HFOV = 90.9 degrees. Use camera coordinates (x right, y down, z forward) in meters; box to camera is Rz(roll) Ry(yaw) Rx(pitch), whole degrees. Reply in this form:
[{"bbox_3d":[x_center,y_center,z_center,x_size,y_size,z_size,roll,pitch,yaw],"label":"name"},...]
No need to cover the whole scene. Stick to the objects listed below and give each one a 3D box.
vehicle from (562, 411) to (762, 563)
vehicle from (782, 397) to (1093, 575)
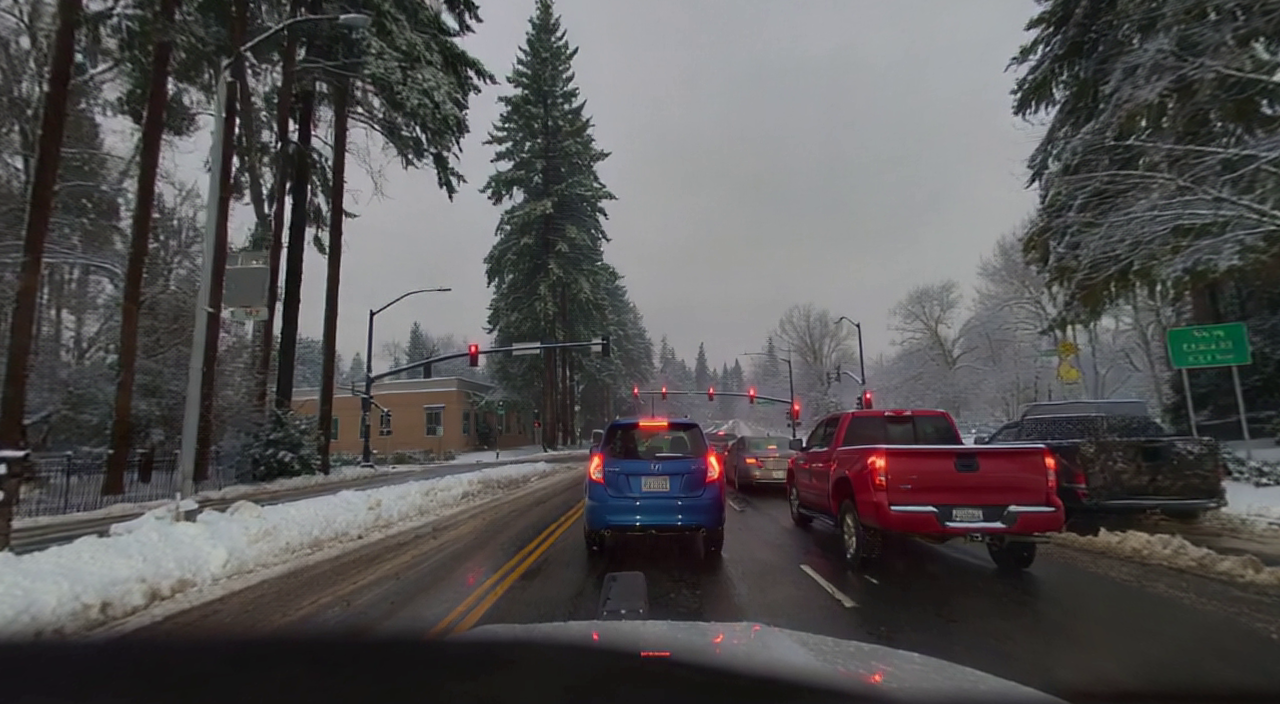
[{"bbox_3d":[0.249,1.773,8.972,2.168,1.641,4.039,0,-8,0],"label":"vehicle"},{"bbox_3d":[3.390,1.625,8.371,2.099,1.725,4.290,0,-8,2],"label":"vehicle"}]
